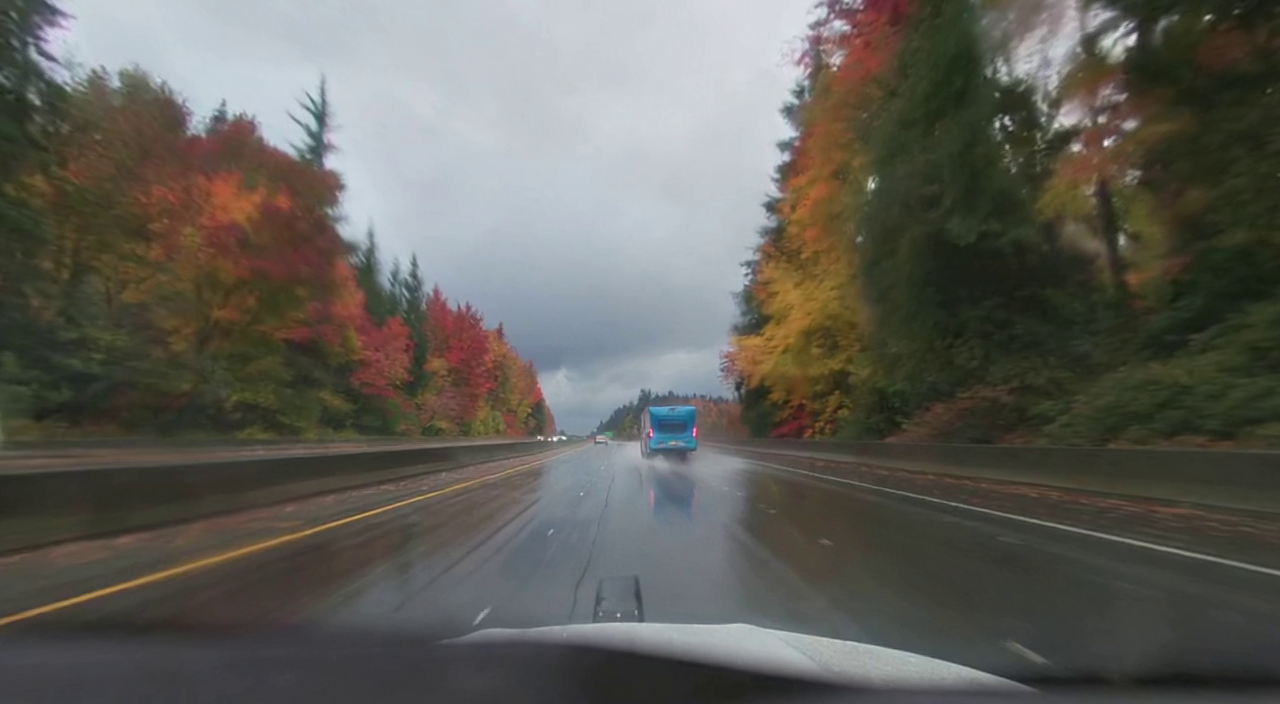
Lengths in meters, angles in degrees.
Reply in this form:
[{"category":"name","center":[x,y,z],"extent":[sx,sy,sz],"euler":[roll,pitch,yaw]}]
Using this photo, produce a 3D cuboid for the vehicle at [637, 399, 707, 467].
[{"category":"vehicle","center":[1.365,3.954,30.587],"extent":[2.815,2.876,7.101],"euler":[0,-8,-2]}]
